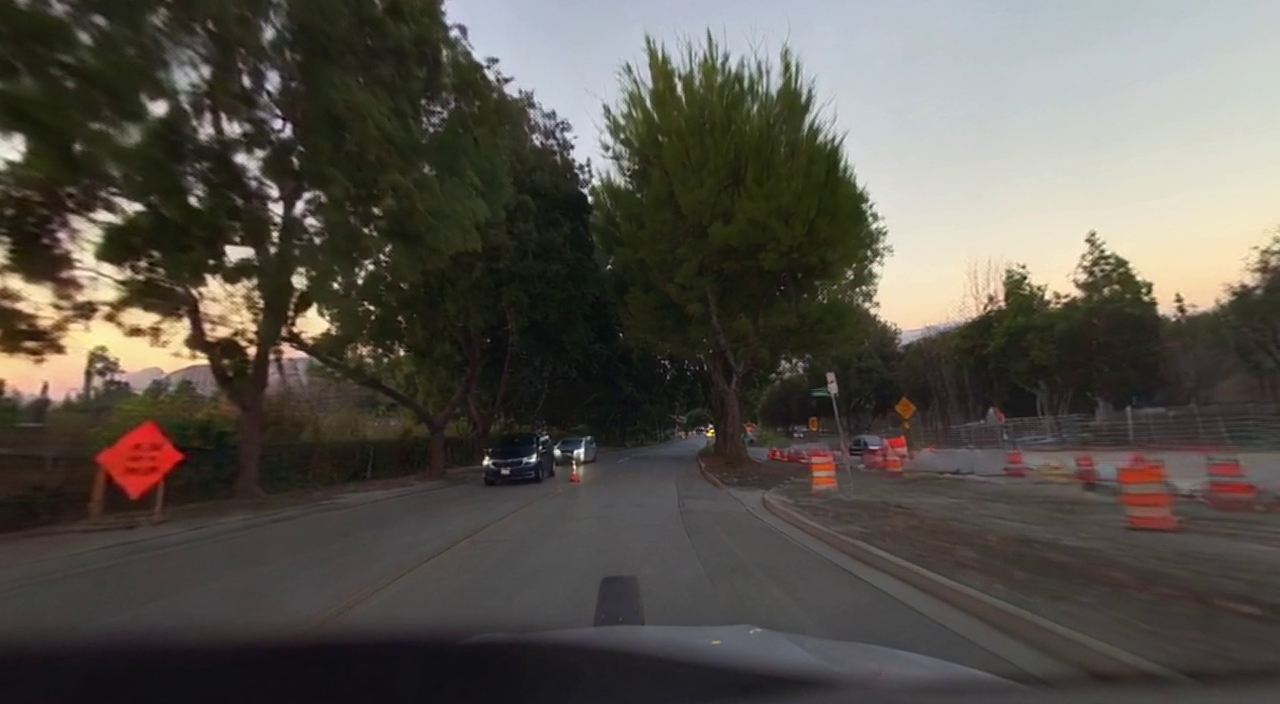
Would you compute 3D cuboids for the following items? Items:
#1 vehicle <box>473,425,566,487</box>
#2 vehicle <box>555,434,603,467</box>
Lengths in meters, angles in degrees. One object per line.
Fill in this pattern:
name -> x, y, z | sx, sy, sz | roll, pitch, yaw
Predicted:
vehicle -> -4.115, 3.656, 22.542 | 2.119, 1.935, 4.881 | -1, -8, 3
vehicle -> -3.563, 5.858, 37.759 | 2.033, 1.765, 4.698 | -2, -8, 4
